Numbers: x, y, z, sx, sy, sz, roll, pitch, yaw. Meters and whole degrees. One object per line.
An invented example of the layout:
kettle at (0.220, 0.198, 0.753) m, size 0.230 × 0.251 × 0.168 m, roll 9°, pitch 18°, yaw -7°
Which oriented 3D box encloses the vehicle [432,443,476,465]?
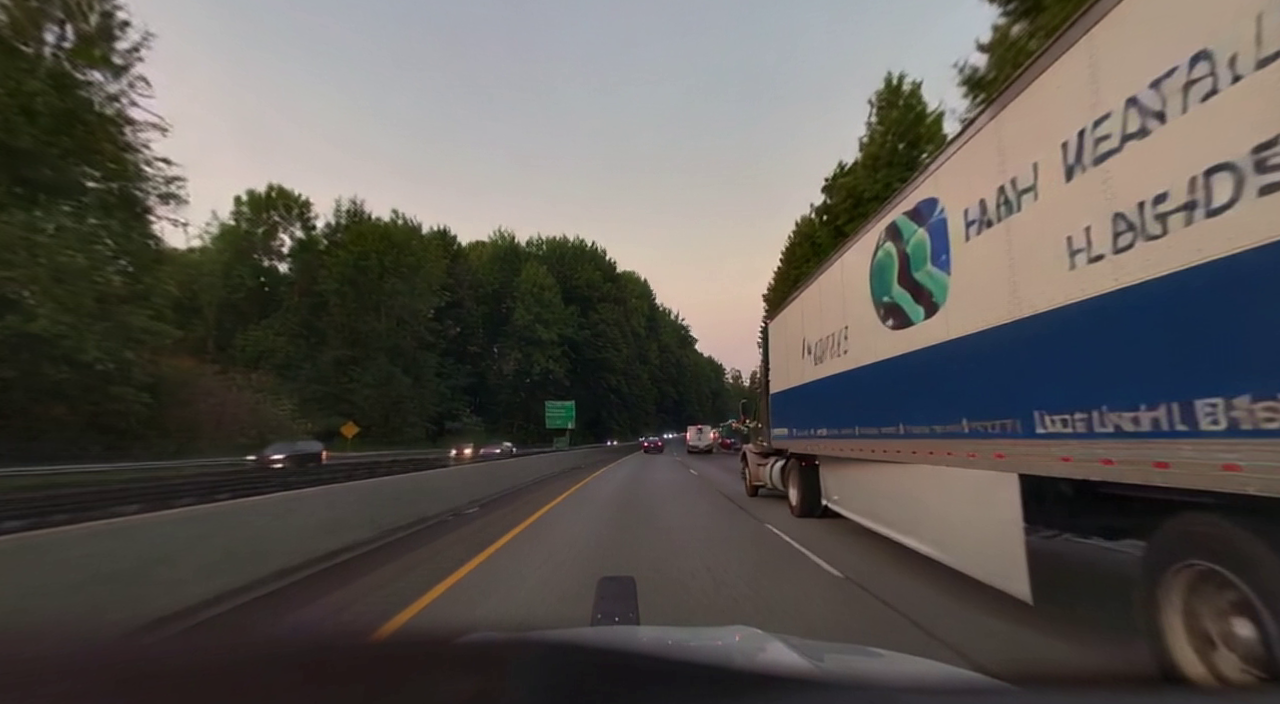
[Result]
vehicle at (-13.779, 7.574, 46.967) m, size 1.840 × 1.486 × 4.462 m, roll 0°, pitch -8°, yaw 2°

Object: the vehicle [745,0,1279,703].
vehicle at (4.098, 0.226, 6.577) m, size 3.171 × 4.072 × 13.784 m, roll 0°, pitch -8°, yaw -2°

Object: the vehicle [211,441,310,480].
vehicle at (-17.743, 5.053, 29.694) m, size 1.885 × 1.618 × 4.292 m, roll 0°, pitch -8°, yaw 2°
